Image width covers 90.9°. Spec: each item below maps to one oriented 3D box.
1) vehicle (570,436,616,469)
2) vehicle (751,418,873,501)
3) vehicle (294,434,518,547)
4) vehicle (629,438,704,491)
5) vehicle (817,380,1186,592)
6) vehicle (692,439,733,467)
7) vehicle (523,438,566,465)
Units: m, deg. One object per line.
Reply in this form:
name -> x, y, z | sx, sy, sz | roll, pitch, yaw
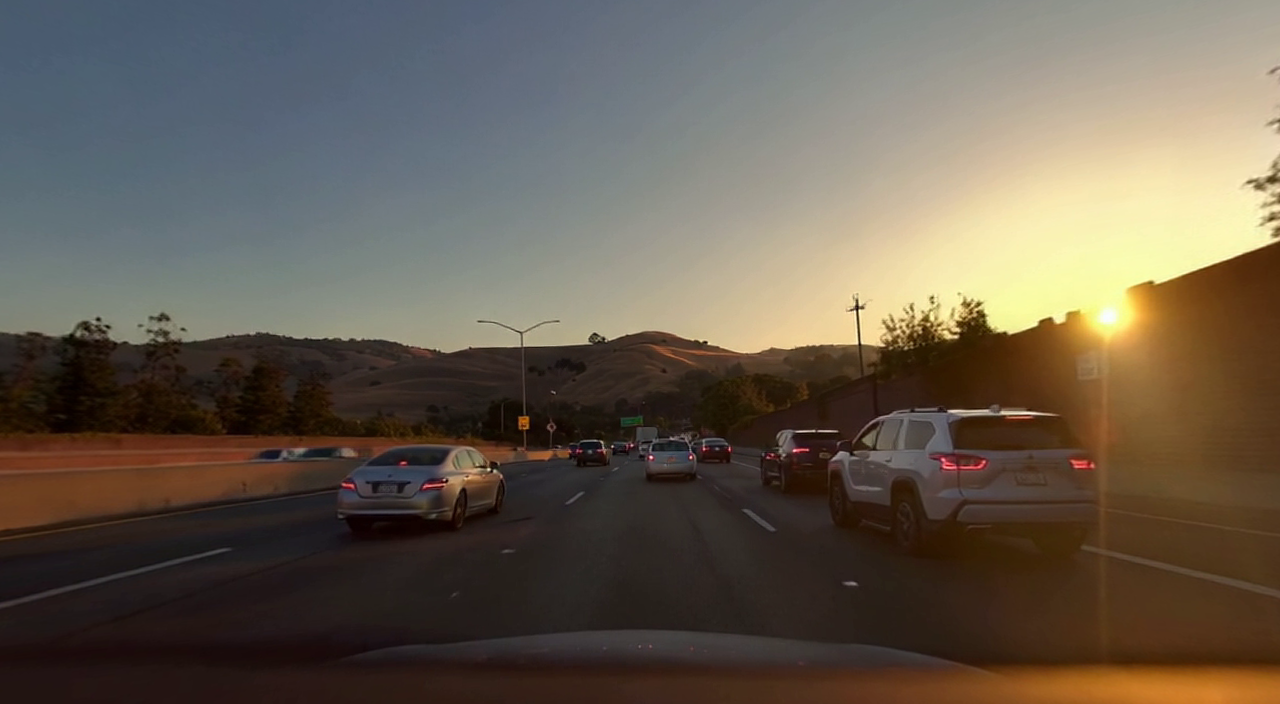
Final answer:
vehicle -> -2.690, 5.930, 37.518 | 2.154, 1.793, 4.736 | 0, -8, 3
vehicle -> 4.323, 2.771, 16.699 | 1.970, 1.872, 4.575 | 0, -8, 0
vehicle -> -3.479, 2.121, 10.437 | 1.961, 1.456, 4.362 | 0, -8, 1
vehicle -> 0.741, 3.437, 19.616 | 2.105, 1.471, 3.978 | 0, -8, 0
vehicle -> 3.748, 1.473, 7.707 | 1.930, 1.831, 4.344 | 0, -8, 1
vehicle -> 4.097, 5.732, 36.035 | 1.855, 1.513, 3.915 | 0, -8, 0
vehicle -> -6.594, 6.947, 44.072 | 2.055, 1.751, 4.825 | 0, -8, 3
